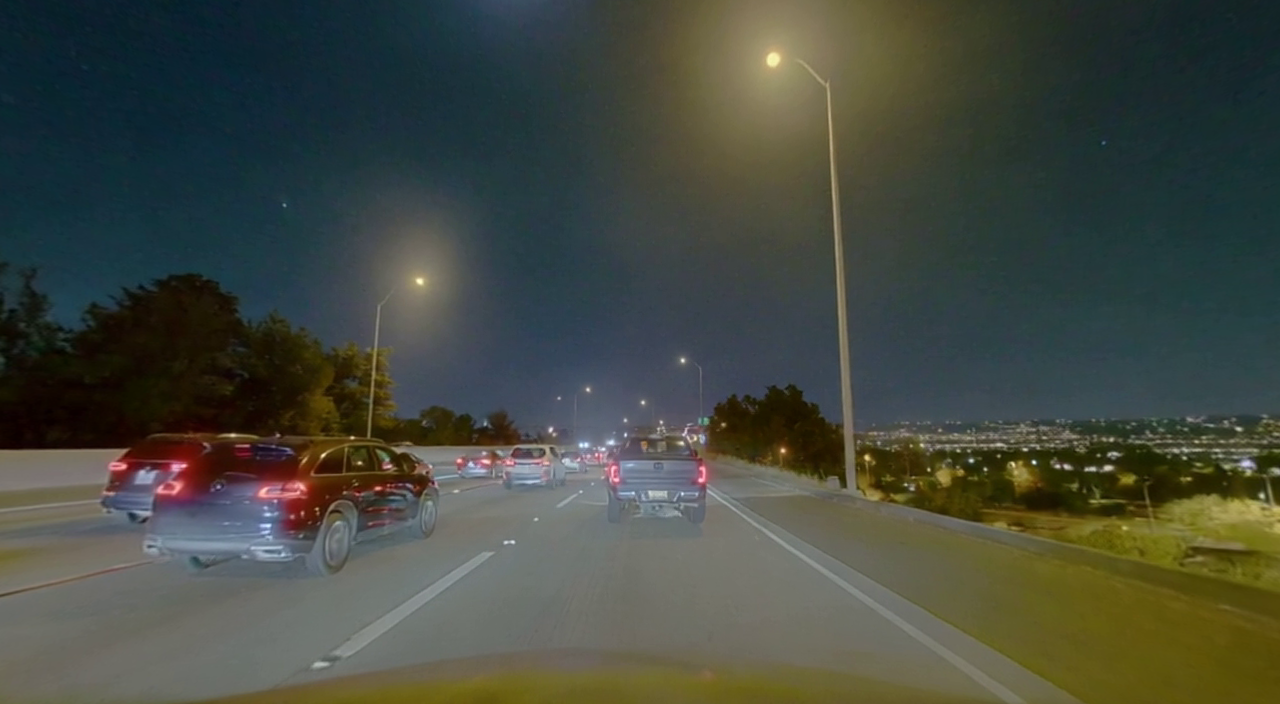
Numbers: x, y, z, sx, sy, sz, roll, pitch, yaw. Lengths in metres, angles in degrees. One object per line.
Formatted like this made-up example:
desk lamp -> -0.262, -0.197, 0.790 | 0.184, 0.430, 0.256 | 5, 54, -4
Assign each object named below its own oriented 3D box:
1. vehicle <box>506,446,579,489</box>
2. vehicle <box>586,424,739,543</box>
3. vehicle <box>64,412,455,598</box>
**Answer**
vehicle -> -3.550, 4.288, 23.878 | 1.868, 1.470, 4.105 | -1, -9, 4
vehicle -> 0.386, 2.265, 11.543 | 2.235, 1.716, 4.435 | -1, -8, 2
vehicle -> -4.174, 1.734, 8.061 | 2.076, 1.688, 4.334 | -1, -9, 4
